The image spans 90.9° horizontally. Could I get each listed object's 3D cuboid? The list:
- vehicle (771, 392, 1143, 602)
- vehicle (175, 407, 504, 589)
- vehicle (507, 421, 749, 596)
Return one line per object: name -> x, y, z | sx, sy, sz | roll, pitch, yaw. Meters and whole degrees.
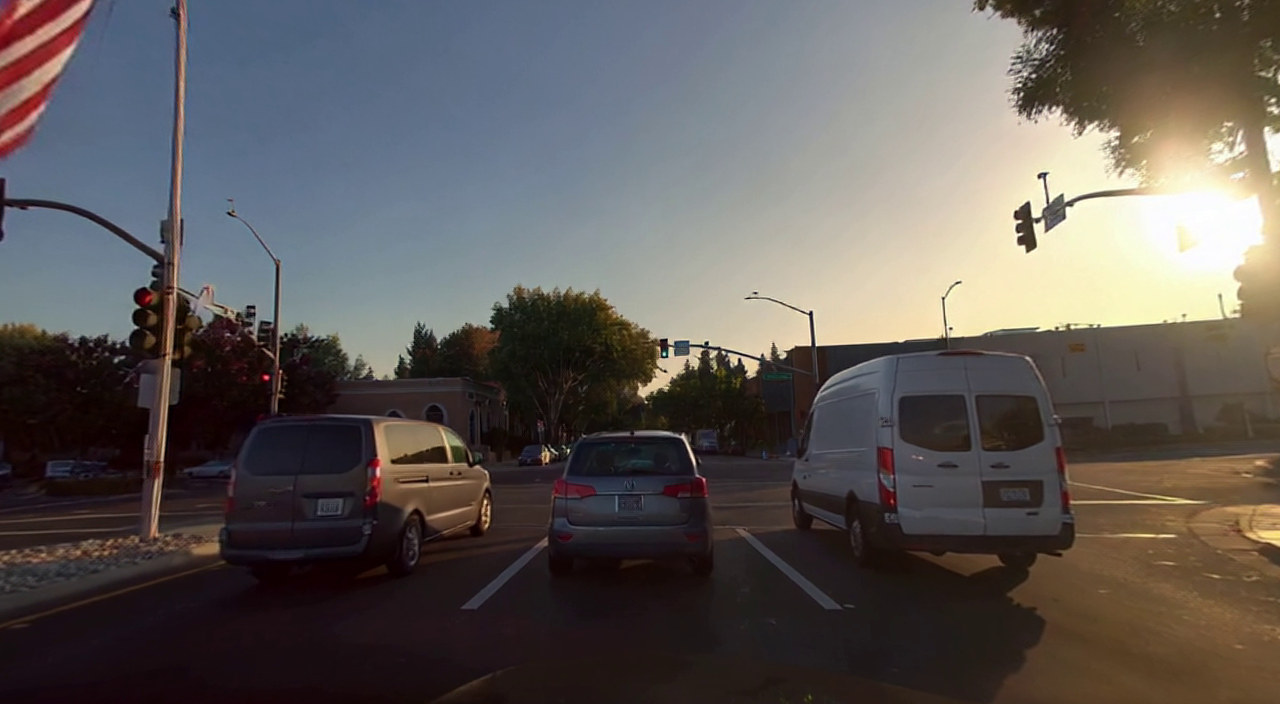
vehicle -> 3.109, 1.543, 7.548 | 2.178, 1.746, 4.400 | 0, -9, 1
vehicle -> -3.269, 1.666, 7.973 | 2.024, 1.677, 3.998 | 0, -9, 3
vehicle -> -0.134, 1.670, 7.600 | 2.098, 1.494, 4.118 | 0, -9, -1
